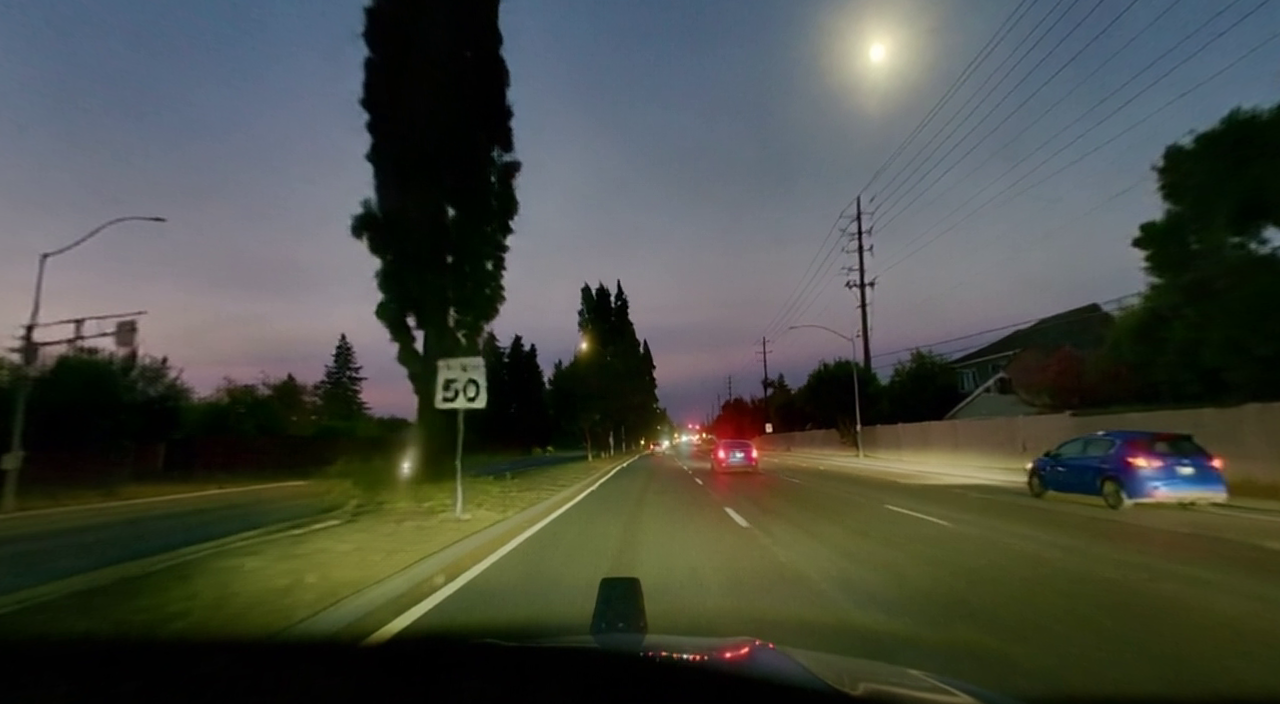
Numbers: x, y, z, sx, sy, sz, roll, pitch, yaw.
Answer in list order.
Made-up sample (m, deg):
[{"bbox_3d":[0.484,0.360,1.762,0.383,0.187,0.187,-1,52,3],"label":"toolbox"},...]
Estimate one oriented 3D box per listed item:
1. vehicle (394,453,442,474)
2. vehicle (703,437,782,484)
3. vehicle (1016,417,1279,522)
[{"bbox_3d":[-16.896,8.466,48.147,1.952,1.468,4.487,0,-8,1],"label":"vehicle"},{"bbox_3d":[3.480,3.765,22.179,2.063,1.481,4.247,0,-8,0],"label":"vehicle"},{"bbox_3d":[9.879,2.253,12.581,1.978,1.700,4.461,0,-8,1],"label":"vehicle"}]
